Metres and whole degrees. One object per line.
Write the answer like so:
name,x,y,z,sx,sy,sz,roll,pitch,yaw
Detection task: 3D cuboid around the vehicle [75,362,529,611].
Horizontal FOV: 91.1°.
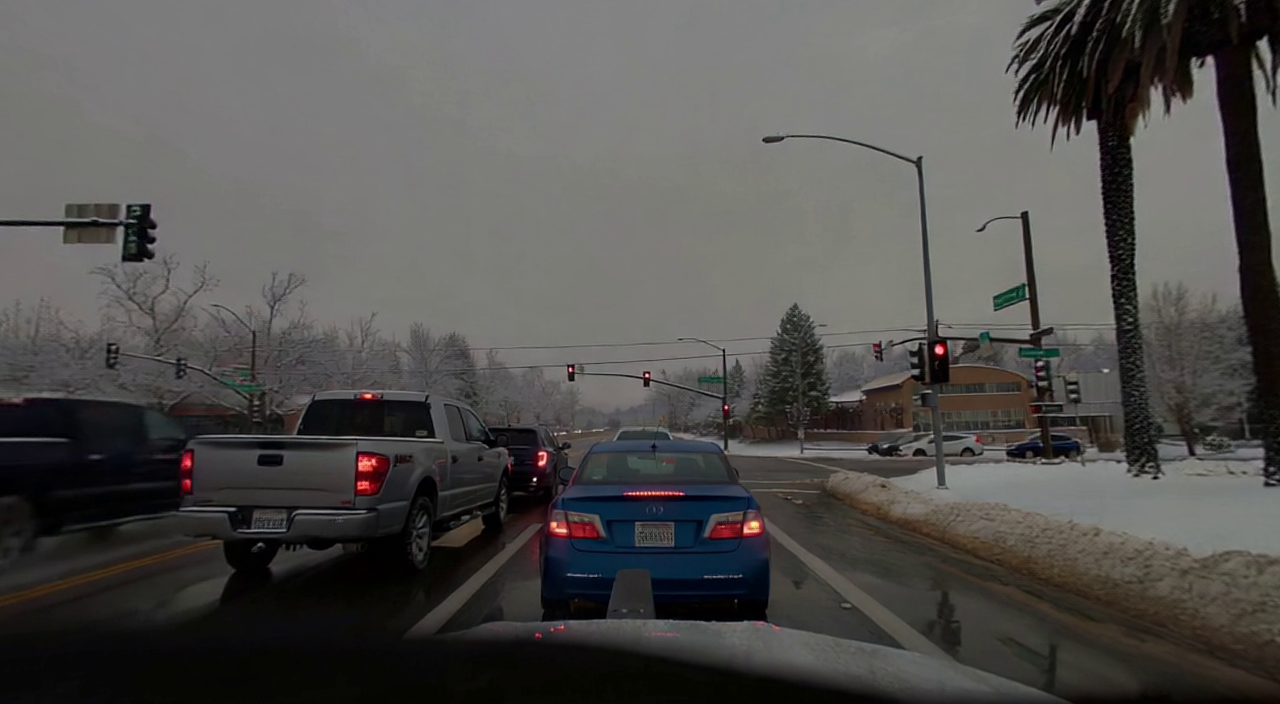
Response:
vehicle,-3.230,1.480,7.909,2.330,1.969,5.626,-1,-8,3

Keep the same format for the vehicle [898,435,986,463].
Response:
vehicle,18.809,6.076,39.301,4.466,1.717,1.963,0,-8,2

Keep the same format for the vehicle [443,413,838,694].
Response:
vehicle,0.035,1.396,5.536,2.122,1.501,4.152,0,-8,1
